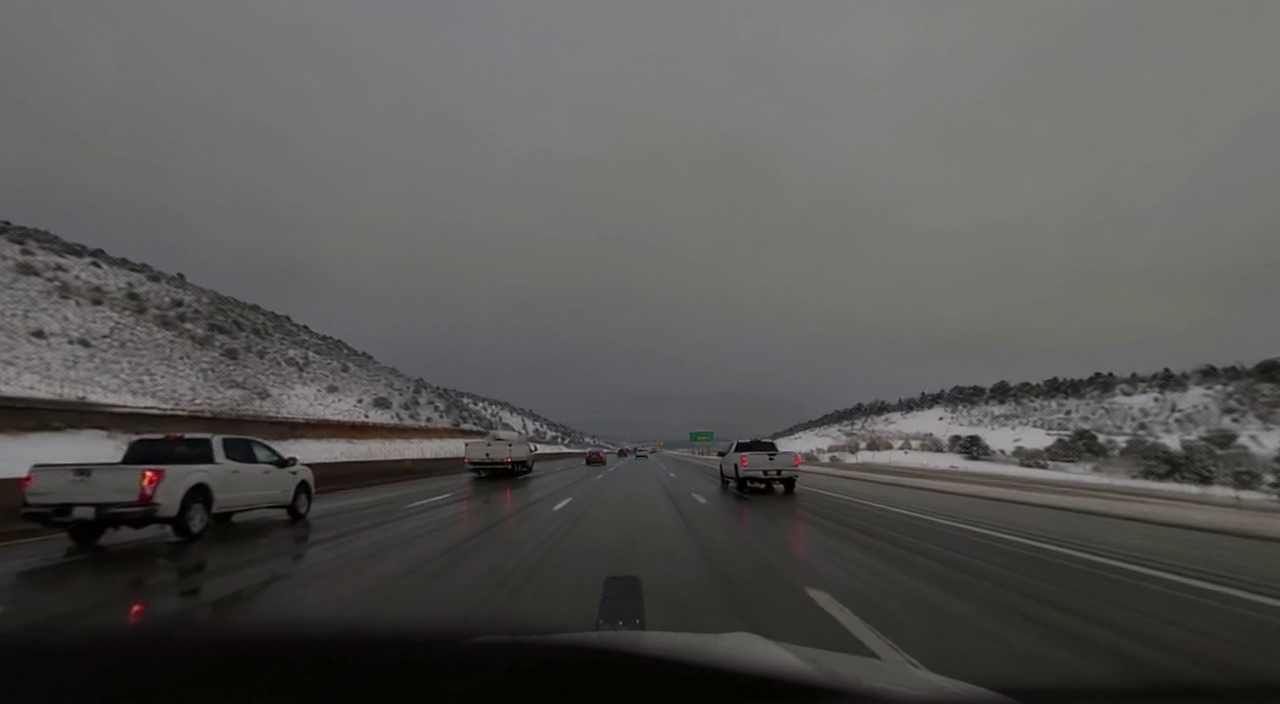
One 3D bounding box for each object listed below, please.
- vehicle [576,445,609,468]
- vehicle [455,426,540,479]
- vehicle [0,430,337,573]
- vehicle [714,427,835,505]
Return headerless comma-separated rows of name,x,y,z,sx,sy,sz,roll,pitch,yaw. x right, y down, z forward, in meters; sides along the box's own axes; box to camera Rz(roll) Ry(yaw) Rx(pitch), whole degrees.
vehicle,-3.401,7.572,45.855,2.009,1.593,4.378,0,-9,0
vehicle,-7.405,5.358,33.770,2.937,2.509,7.090,0,-9,-1
vehicle,-6.689,2.026,9.406,1.935,1.550,4.883,0,-9,-1
vehicle,3.399,3.024,17.027,2.231,1.789,4.700,0,-9,0
